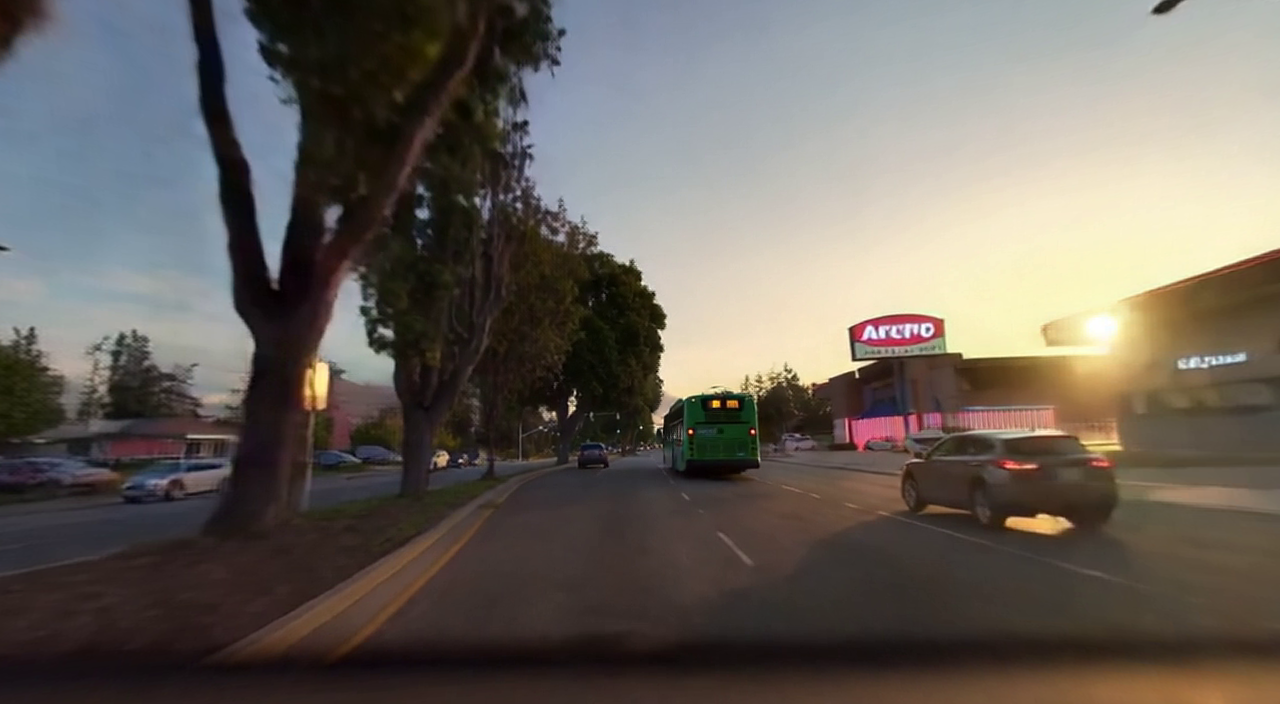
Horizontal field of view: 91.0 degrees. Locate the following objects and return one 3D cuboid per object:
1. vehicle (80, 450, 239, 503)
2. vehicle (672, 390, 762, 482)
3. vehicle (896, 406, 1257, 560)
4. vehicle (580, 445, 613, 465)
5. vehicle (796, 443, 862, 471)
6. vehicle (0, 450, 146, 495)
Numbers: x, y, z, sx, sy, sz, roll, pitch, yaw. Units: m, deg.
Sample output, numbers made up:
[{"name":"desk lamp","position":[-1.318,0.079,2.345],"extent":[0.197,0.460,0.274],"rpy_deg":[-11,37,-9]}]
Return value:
[{"name":"vehicle","position":[-19.112,4.917,25.490],"extent":[2.277,1.764,5.283],"rpy_deg":[-2,-9,0]},{"name":"vehicle","position":[3.026,3.729,27.591],"extent":[2.766,3.306,9.281],"rpy_deg":[0,-8,0]},{"name":"vehicle","position":[6.022,1.864,9.679],"extent":[2.129,1.754,4.668],"rpy_deg":[0,-8,0]},{"name":"vehicle","position":[-3.115,7.500,45.982],"extent":[2.211,1.416,4.179],"rpy_deg":[0,-8,-2]},{"name":"vehicle","position":[10.509,5.851,35.449],"extent":[2.073,1.443,4.860],"rpy_deg":[0,-8,-2]},{"name":"vehicle","position":[-25.139,5.260,27.679],"extent":[4.857,1.846,2.185],"rpy_deg":[0,-8,-2]}]
